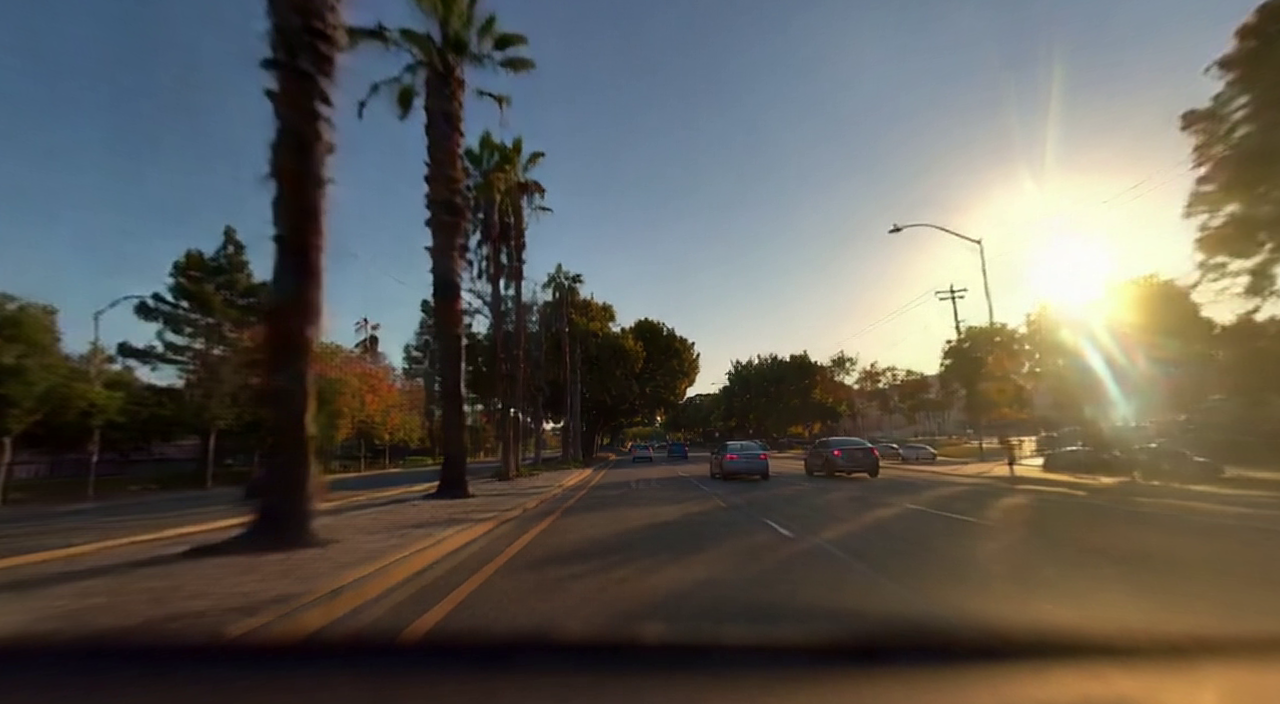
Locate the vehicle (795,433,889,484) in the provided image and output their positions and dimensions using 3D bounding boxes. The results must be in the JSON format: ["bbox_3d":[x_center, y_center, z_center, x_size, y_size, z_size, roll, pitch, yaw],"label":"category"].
[{"bbox_3d":[7.135,3.795,22.830,1.916,1.646,4.258,0,-8,-1],"label":"vehicle"}]

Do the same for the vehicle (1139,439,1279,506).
[{"bbox_3d":[15.077,2.869,15.298,2.001,1.463,4.781,0,-8,-1],"label":"vehicle"}]

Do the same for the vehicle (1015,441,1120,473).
[{"bbox_3d":[21.193,5.218,31.619,1.943,1.467,4.706,0,-8,0],"label":"vehicle"}]

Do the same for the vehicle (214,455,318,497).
[{"bbox_3d":[-16.953,5.602,28.920,1.972,1.687,4.480,0,-8,0],"label":"vehicle"}]

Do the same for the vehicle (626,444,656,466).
[{"bbox_3d":[0.056,7.235,44.471,2.031,1.444,4.361,0,-8,-1],"label":"vehicle"}]

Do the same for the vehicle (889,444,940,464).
[{"bbox_3d":[21.064,7.808,48.705,1.852,1.448,4.601,0,-8,-1],"label":"vehicle"}]

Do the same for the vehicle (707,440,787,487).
[{"bbox_3d":[3.570,3.809,21.960,1.875,1.452,4.453,0,-8,-2],"label":"vehicle"}]
